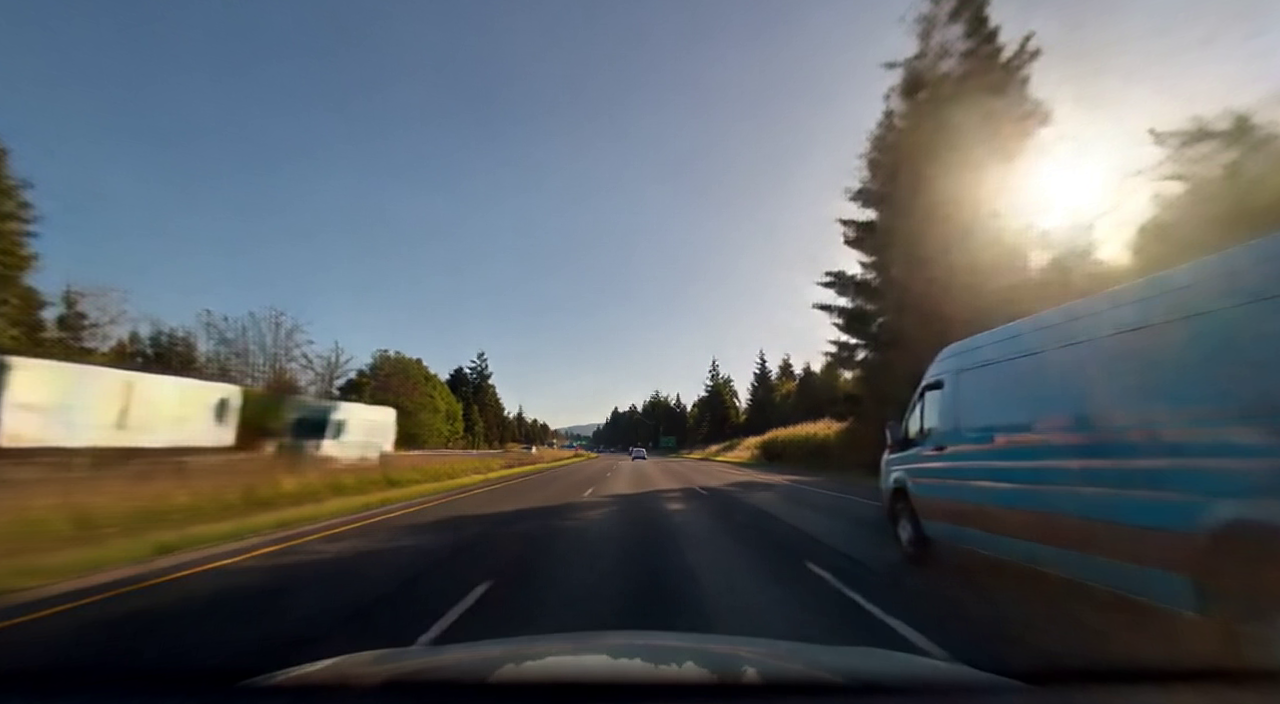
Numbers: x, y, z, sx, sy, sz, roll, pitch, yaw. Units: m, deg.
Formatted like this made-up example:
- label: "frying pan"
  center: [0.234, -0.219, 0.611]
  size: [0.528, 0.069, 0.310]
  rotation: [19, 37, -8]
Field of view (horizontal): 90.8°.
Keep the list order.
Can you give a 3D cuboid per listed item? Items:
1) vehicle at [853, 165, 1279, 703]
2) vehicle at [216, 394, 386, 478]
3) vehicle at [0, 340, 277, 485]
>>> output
- label: "vehicle"
  center: [4.020, 0.740, 4.527]
  size: [2.552, 2.524, 6.630]
  rotation: [0, -9, -1]
- label: "vehicle"
  center: [-13.129, 3.439, 25.383]
  size: [2.779, 2.856, 7.264]
  rotation: [0, -9, 0]
- label: "vehicle"
  center: [-19.595, 2.693, 24.105]
  size: [2.911, 4.029, 14.611]
  rotation: [0, -9, -1]
